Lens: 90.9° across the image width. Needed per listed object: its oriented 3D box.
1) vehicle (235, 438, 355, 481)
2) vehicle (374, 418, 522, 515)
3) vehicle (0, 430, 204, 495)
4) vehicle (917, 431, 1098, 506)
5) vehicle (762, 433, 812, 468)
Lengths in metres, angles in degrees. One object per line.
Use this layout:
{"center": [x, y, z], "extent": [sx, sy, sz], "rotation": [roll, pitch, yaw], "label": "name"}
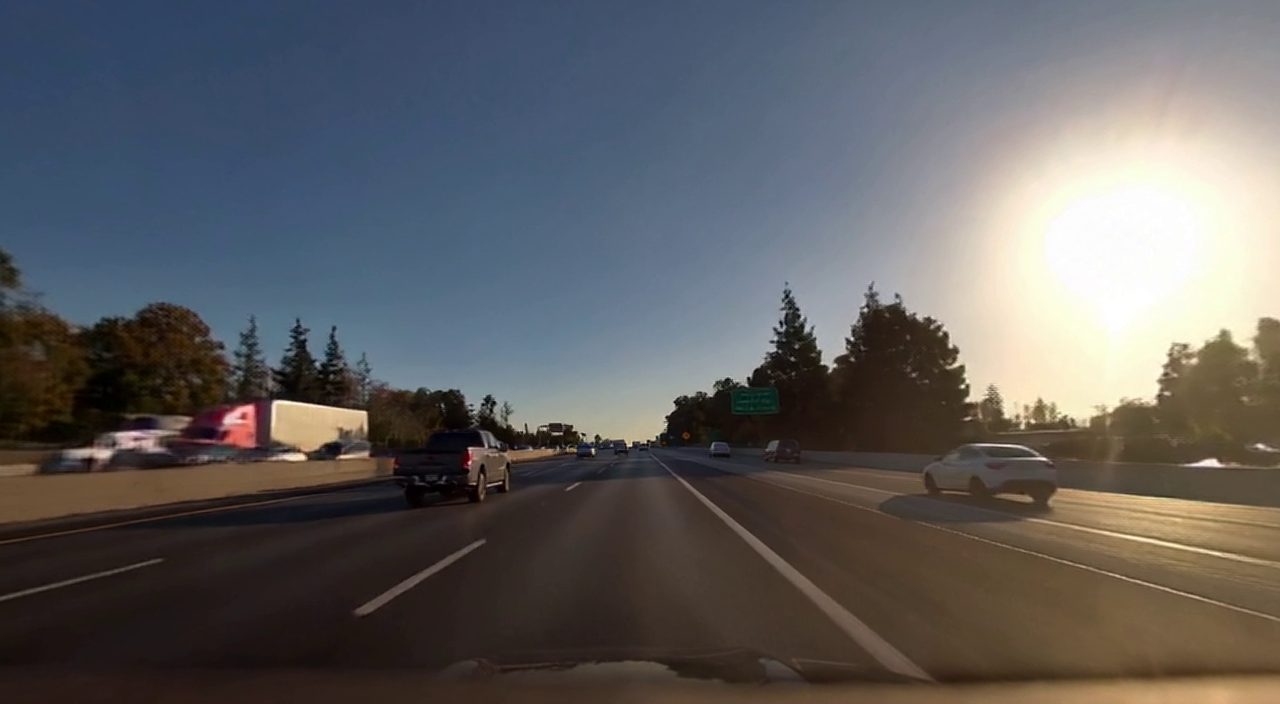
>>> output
{"center": [-17.064, 5.341, 31.713], "extent": [2.632, 1.948, 5.968], "rotation": [0, -8, 1], "label": "vehicle"}
{"center": [-4.304, 2.651, 15.106], "extent": [1.994, 1.911, 4.819], "rotation": [0, -8, 0], "label": "vehicle"}
{"center": [-21.011, 4.227, 24.746], "extent": [2.736, 2.171, 6.889], "rotation": [0, -8, 1], "label": "vehicle"}
{"center": [9.150, 2.919, 16.231], "extent": [1.971, 1.638, 4.295], "rotation": [0, -8, -1], "label": "vehicle"}
{"center": [9.462, 6.363, 41.034], "extent": [2.061, 2.115, 4.635], "rotation": [0, -8, -1], "label": "vehicle"}
